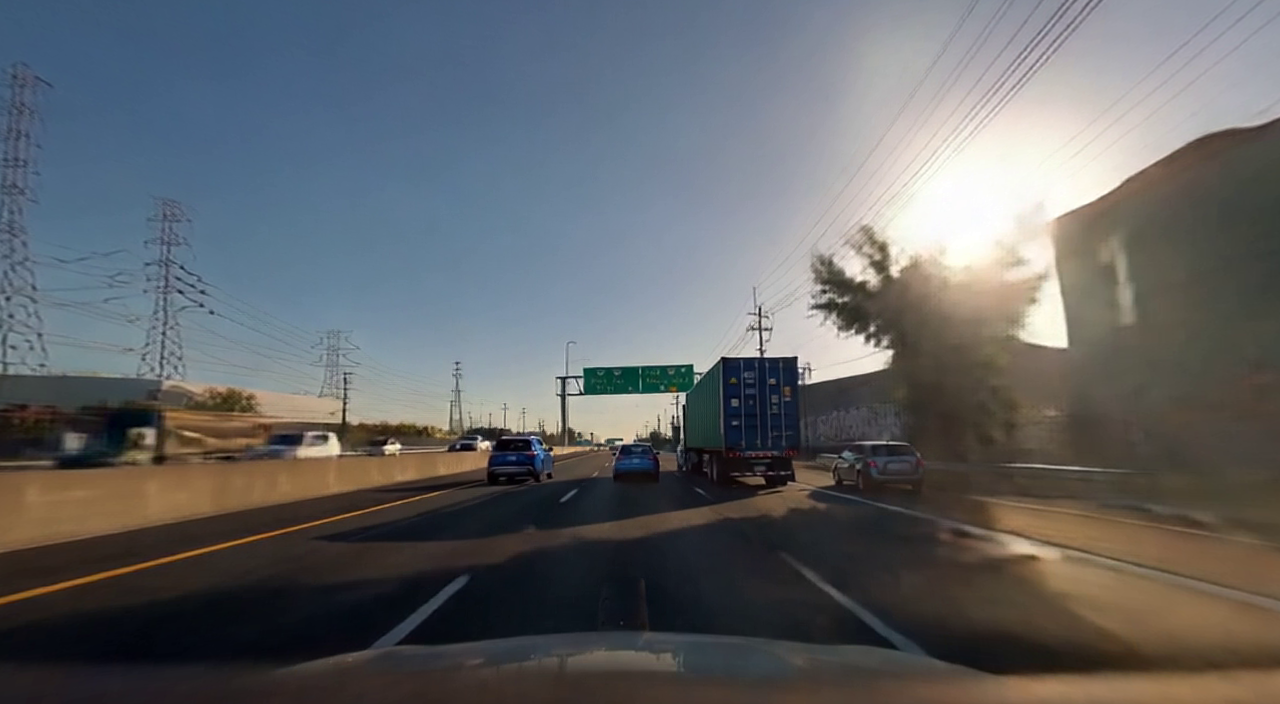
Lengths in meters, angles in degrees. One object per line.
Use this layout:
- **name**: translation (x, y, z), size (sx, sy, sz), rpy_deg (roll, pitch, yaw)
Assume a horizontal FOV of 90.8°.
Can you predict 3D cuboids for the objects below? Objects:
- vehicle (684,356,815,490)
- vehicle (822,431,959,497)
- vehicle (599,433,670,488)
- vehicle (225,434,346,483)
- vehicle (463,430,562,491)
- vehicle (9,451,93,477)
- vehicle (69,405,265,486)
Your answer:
- **vehicle**: translation (3.759, 3.119, 25.695), size (2.800, 4.039, 13.179), rpy_deg (0, -9, -1)
- **vehicle**: translation (7.293, 3.314, 19.041), size (2.202, 1.731, 4.628), rpy_deg (0, -9, 0)
- **vehicle**: translation (-0.189, 3.694, 21.731), size (2.191, 1.685, 4.015), rpy_deg (0, -9, -1)
- **vehicle**: translation (-12.628, 3.813, 22.878), size (1.925, 1.567, 4.342), rpy_deg (0, -9, -2)
- **vehicle**: translation (-4.080, 3.595, 21.135), size (2.264, 1.804, 4.584), rpy_deg (0, -9, 1)
- **vehicle**: translation (-37.230, 7.069, 40.081), size (1.801, 1.569, 3.898), rpy_deg (1, -9, -6)
- **vehicle**: translation (-20.241, 4.149, 27.837), size (2.772, 3.069, 7.347), rpy_deg (0, -9, 1)
